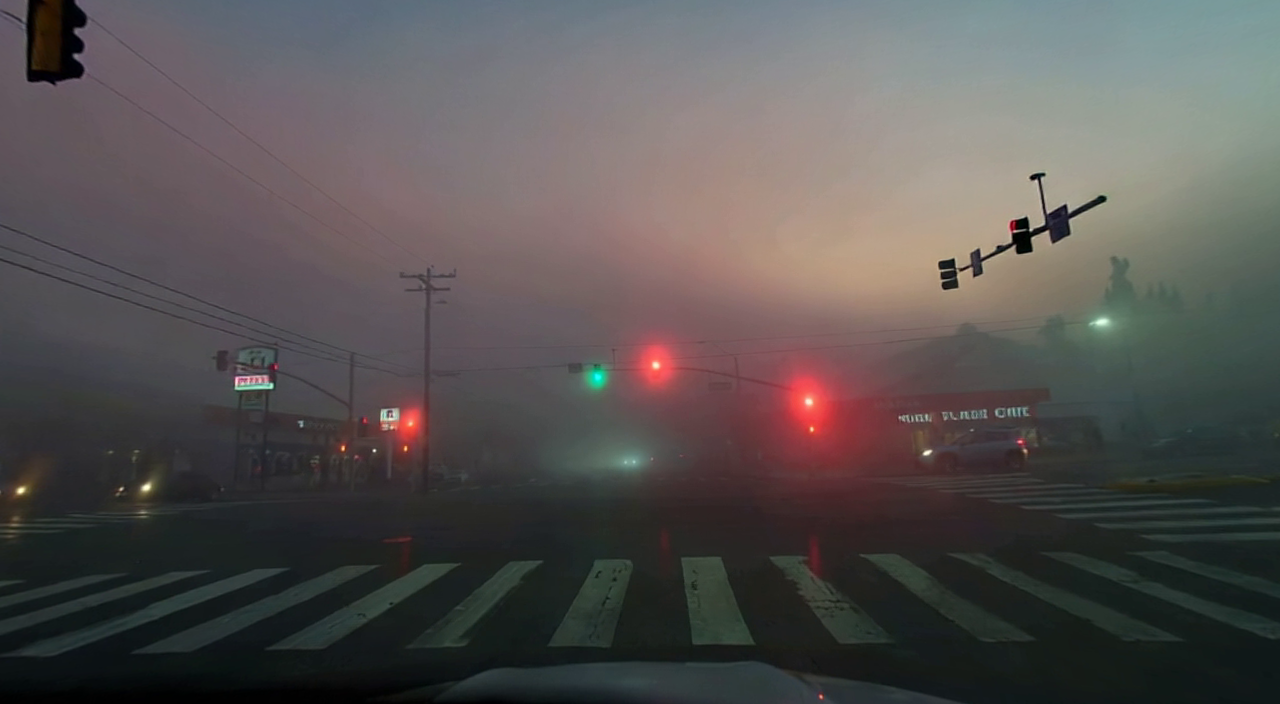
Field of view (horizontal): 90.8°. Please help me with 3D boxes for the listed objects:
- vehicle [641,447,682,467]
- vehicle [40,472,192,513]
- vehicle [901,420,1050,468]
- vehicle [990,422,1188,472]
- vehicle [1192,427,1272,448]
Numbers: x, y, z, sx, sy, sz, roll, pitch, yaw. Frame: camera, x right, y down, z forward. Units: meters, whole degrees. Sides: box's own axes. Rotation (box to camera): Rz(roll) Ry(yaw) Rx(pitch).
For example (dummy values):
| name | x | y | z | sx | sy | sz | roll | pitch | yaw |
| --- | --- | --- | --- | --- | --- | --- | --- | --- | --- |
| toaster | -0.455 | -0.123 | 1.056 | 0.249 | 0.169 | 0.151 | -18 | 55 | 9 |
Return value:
| name | x | y | z | sx | sy | sz | roll | pitch | yaw |
| --- | --- | --- | --- | --- | --- | --- | --- | --- | --- |
| vehicle | 1.611 | 8.085 | 48.892 | 1.969 | 1.491 | 4.612 | 2 | -9 | -14 |
| vehicle | -21.198 | 5.679 | 25.657 | 4.676 | 1.463 | 1.909 | -1 | -8 | 6 |
| vehicle | 13.031 | 3.650 | 24.942 | 4.916 | 1.730 | 1.986 | -4 | -9 | 21 |
| vehicle | 14.369 | 3.096 | 20.610 | 4.835 | 1.487 | 1.913 | -4 | -9 | 20 |
| vehicle | 42.061 | 6.067 | 44.909 | 4.347 | 1.446 | 1.777 | 1 | -9 | -9 |
